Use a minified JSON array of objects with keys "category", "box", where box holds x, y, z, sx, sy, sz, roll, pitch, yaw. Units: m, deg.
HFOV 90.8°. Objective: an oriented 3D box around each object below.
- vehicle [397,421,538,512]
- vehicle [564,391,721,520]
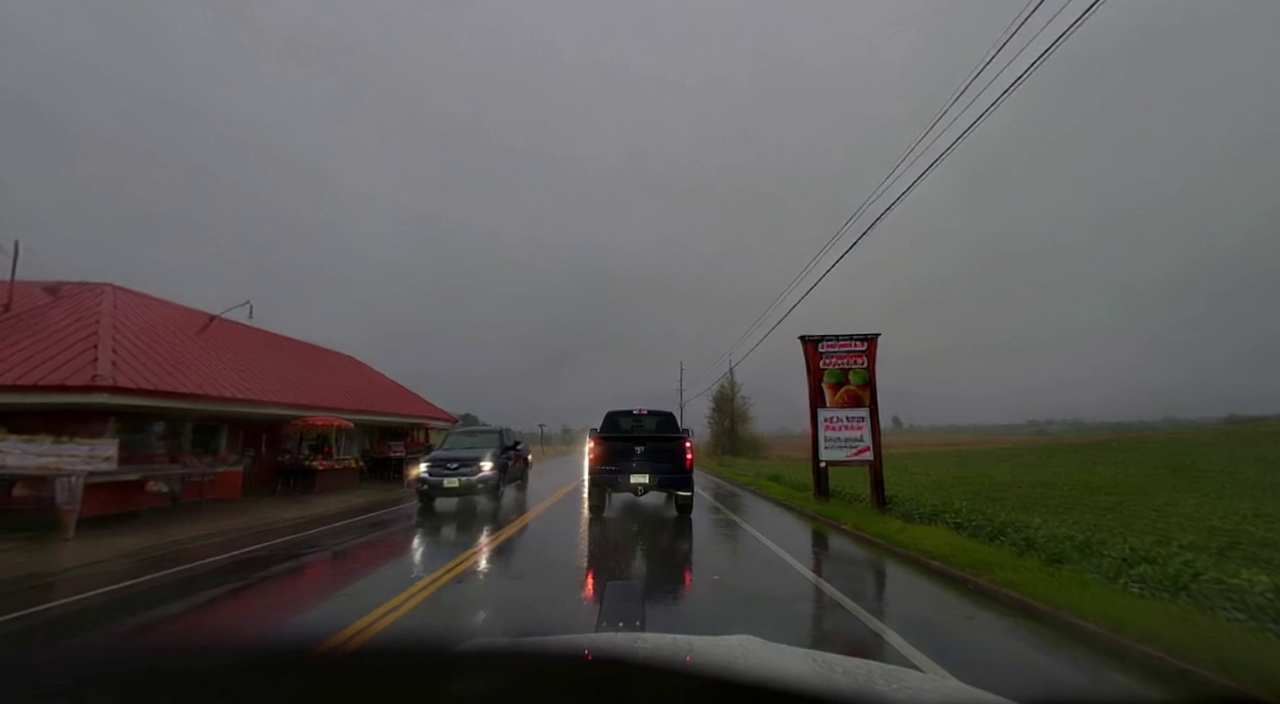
[{"category":"vehicle","box":[-4.021,2.756,15.675,2.180,1.801,4.679,-2,-8,0]},{"category":"vehicle","box":[-0.040,2.218,13.926,2.693,2.223,5.885,0,-8,-2]}]
